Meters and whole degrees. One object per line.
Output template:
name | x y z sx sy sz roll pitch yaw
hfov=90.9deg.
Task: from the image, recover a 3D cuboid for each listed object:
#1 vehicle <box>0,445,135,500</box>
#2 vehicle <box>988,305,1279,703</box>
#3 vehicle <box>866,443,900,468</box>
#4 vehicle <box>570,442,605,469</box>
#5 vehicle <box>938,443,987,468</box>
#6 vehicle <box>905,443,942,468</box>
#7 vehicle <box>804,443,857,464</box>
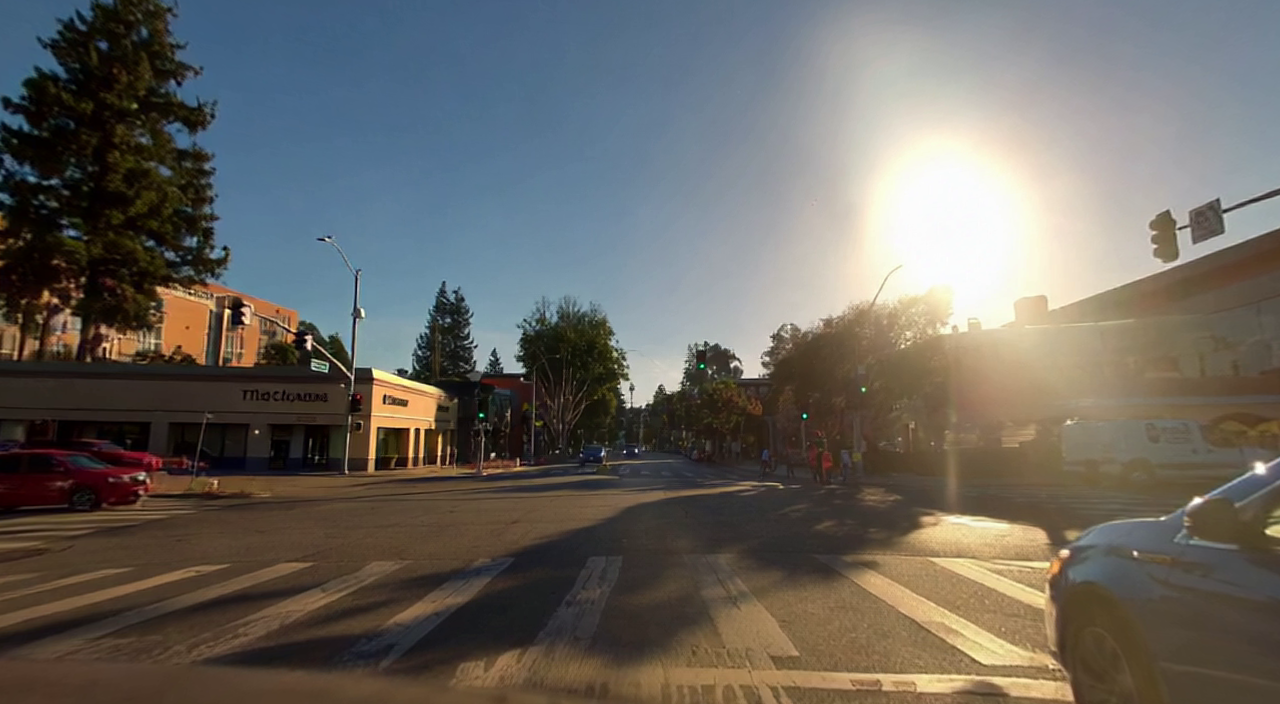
vehicle | -18.105 3.504 18.624 4.686 1.500 1.935 0 -8 2
vehicle | 2.880 0.600 0.910 2.048 1.725 4.754 0 -8 0
vehicle | 15.769 6.653 40.780 1.875 1.543 3.853 -3 -9 22
vehicle | -3.409 6.774 41.387 1.961 1.658 4.064 0 -8 0
vehicle | 20.405 6.529 40.037 2.066 1.488 4.158 -3 -9 18
vehicle | 18.101 6.570 40.330 1.791 1.520 3.649 -3 -9 19
vehicle | 14.886 7.940 49.488 1.924 1.579 4.084 3 -9 -18
